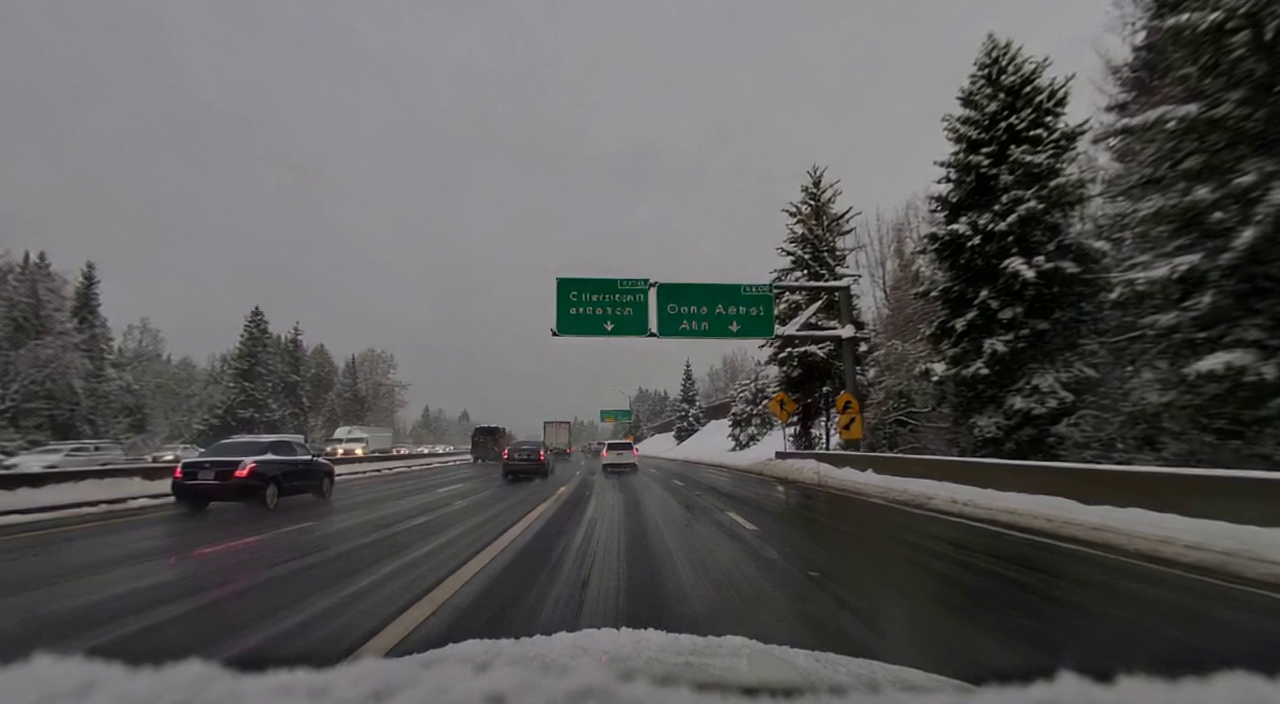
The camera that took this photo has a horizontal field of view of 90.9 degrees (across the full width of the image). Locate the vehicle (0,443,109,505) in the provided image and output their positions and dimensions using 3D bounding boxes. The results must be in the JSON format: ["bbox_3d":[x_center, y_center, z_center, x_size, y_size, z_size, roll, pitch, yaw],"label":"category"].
[{"bbox_3d":[-16.396,3.075,16.133,1.849,1.473,4.487,0,-8,-3],"label":"vehicle"}]

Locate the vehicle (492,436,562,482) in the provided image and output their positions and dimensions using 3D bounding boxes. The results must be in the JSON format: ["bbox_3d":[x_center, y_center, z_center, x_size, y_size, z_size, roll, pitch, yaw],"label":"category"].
[{"bbox_3d":[-4.311,4.152,24.736,2.005,1.631,4.295,0,-8,-1],"label":"vehicle"}]

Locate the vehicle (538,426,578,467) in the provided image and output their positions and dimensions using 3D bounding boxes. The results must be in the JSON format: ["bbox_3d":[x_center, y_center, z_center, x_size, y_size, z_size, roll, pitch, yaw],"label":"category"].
[{"bbox_3d":[-5.587,6.527,43.765,2.279,2.672,5.256,0,-8,-2],"label":"vehicle"}]

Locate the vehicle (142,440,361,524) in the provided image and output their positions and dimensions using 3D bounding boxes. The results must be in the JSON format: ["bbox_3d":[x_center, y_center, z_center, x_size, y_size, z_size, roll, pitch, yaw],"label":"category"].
[{"bbox_3d":[-7.908,2.644,13.480,1.896,1.465,4.399,0,-8,-1],"label":"vehicle"}]

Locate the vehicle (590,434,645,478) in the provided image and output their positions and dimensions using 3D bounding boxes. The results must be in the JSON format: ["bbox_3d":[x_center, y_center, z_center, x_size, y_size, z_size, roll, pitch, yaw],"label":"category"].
[{"bbox_3d":[-0.913,4.230,25.893,2.092,1.671,3.772,0,-8,-2],"label":"vehicle"}]

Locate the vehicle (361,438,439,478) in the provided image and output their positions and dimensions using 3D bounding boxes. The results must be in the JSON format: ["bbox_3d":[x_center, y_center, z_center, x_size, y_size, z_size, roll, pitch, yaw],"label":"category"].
[{"bbox_3d":[-11.854,5.257,31.581,2.079,1.807,5.187,0,-8,-2],"label":"vehicle"}]
